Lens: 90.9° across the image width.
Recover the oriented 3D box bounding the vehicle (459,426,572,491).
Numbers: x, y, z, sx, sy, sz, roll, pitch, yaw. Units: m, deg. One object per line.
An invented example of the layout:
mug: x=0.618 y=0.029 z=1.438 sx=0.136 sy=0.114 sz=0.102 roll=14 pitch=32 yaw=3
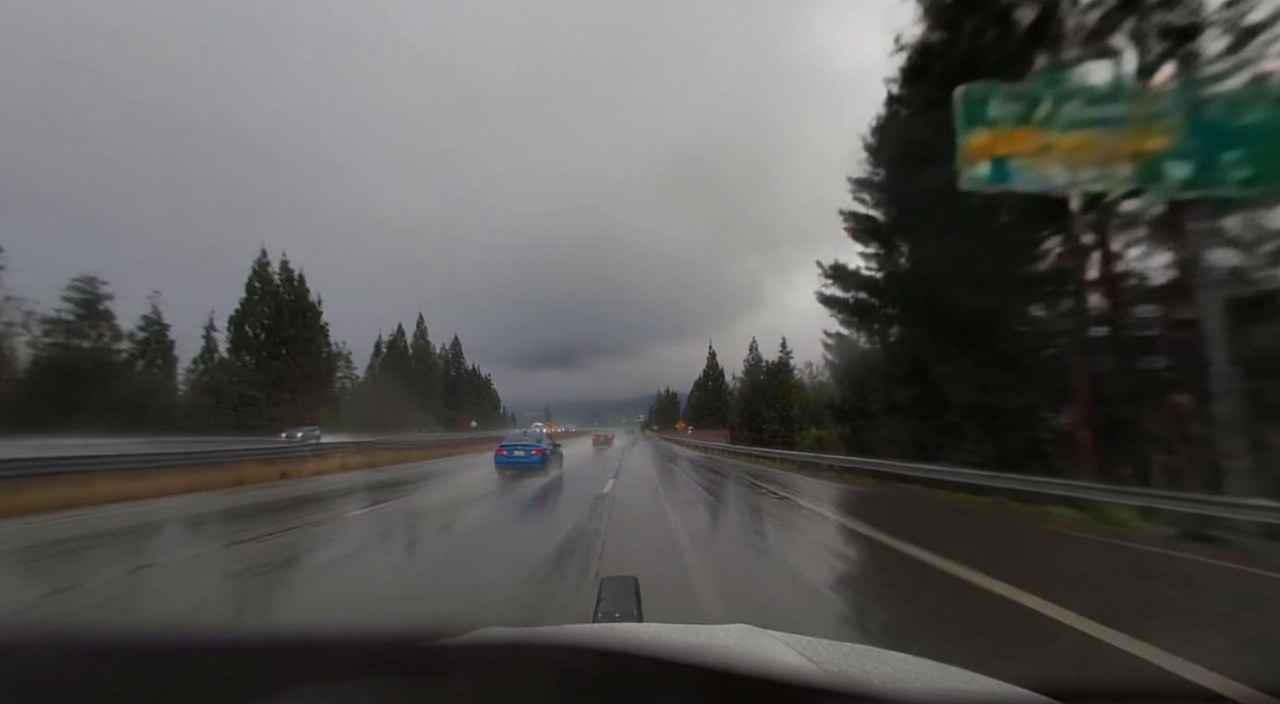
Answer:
vehicle: x=-3.016 y=2.658 z=16.238 sx=1.977 sy=1.443 sz=4.225 roll=0 pitch=-8 yaw=1
